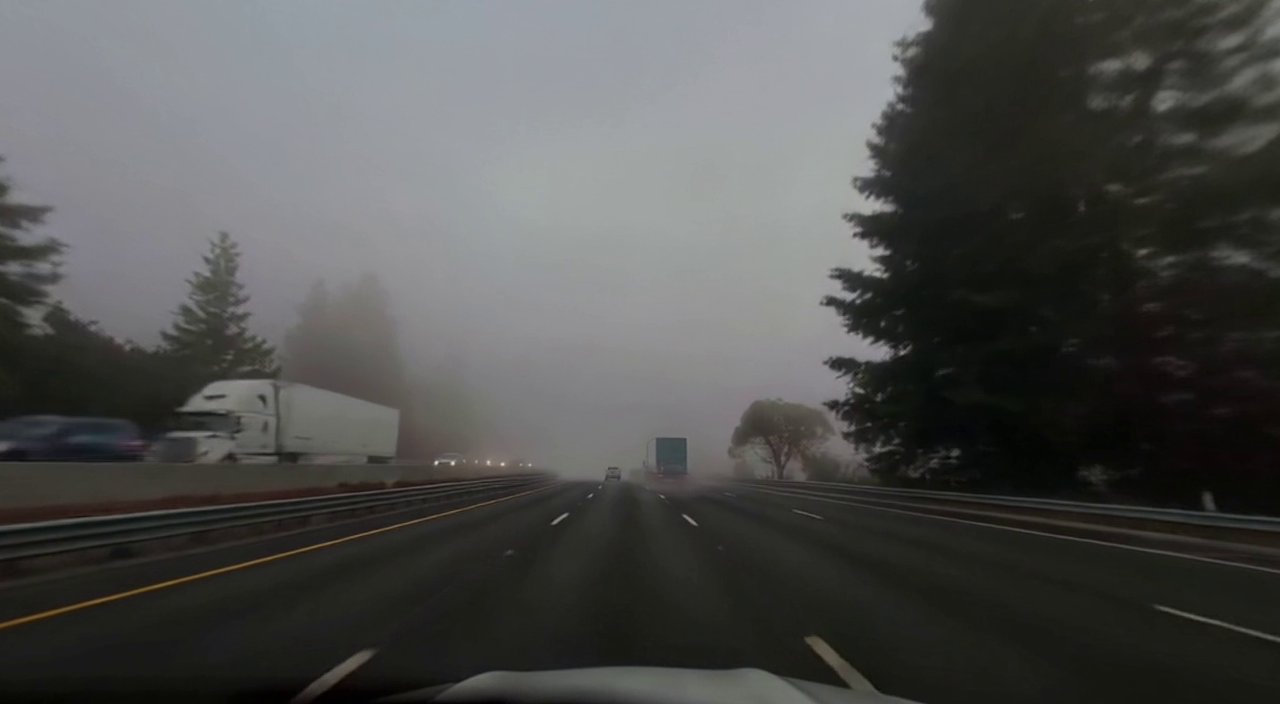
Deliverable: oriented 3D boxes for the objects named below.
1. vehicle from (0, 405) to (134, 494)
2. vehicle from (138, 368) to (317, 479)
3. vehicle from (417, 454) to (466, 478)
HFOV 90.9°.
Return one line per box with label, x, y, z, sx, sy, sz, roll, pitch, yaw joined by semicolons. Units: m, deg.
vehicle;-11.728;1.739;11.188;1.949;1.465;4.211;1;-11;0
vehicle;-16.071;3.045;25.236;2.940;3.855;5.835;1;-11;-1
vehicle;-12.469;7.209;39.796;1.850;1.440;3.928;1;-11;-1
